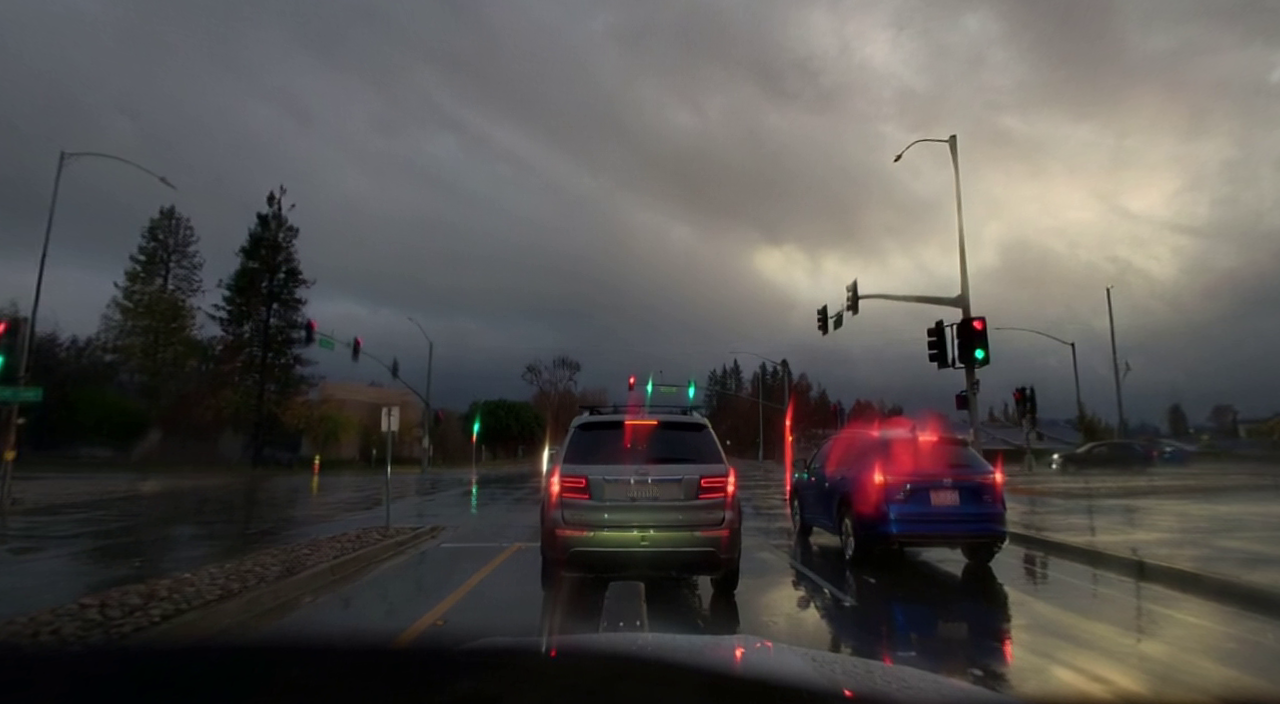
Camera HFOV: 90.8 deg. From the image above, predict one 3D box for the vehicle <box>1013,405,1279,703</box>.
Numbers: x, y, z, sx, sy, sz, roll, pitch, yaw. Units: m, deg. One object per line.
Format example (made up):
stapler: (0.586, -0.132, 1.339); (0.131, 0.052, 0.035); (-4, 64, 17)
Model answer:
vehicle: (3.155, 0.815, 1.439); (1.924, 1.466, 4.461); (0, -8, 1)

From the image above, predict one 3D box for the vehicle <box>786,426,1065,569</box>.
vehicle: (3.526, 1.860, 8.866); (1.861, 1.495, 4.215); (0, -8, -1)

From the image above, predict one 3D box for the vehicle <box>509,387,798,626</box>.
vehicle: (0.103, 1.494, 7.075); (2.170, 1.793, 4.468); (0, -8, 0)
